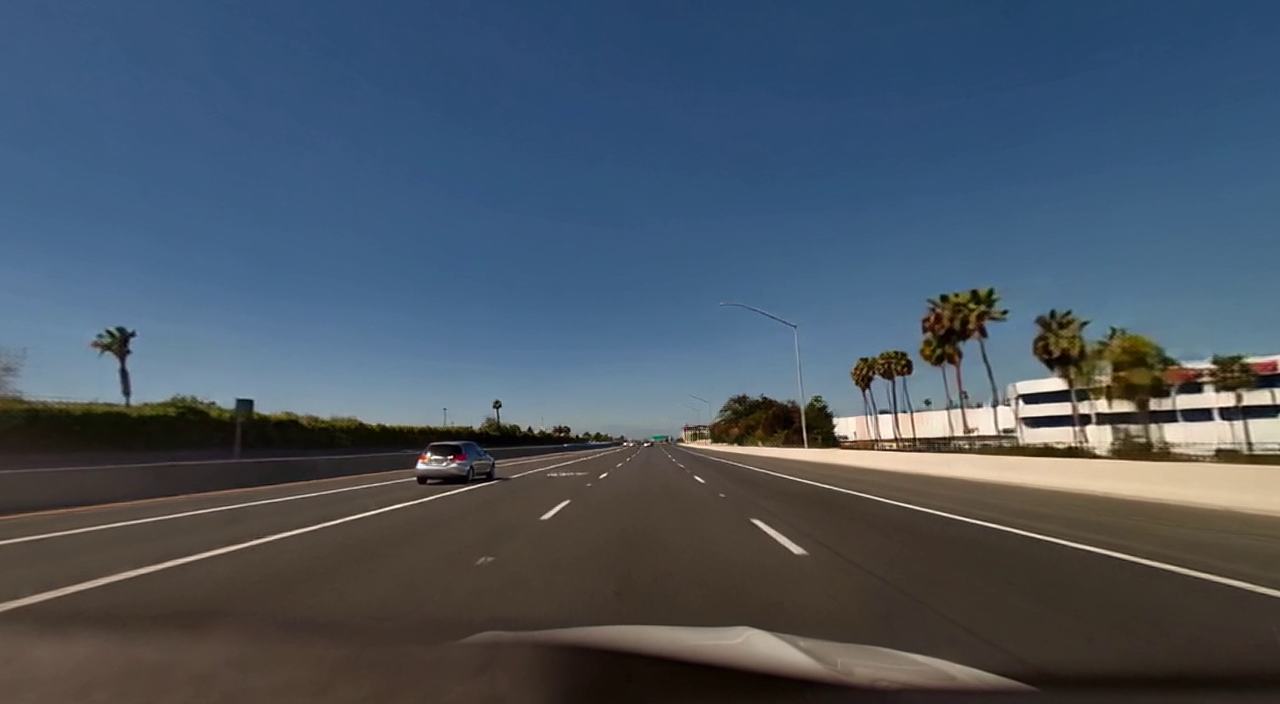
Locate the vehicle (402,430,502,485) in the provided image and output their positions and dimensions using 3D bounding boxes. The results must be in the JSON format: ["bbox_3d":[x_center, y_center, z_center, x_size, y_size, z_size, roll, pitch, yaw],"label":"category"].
[{"bbox_3d":[-6.747,3.839,23.279,2.145,1.793,4.762,-1,-8,1],"label":"vehicle"}]
